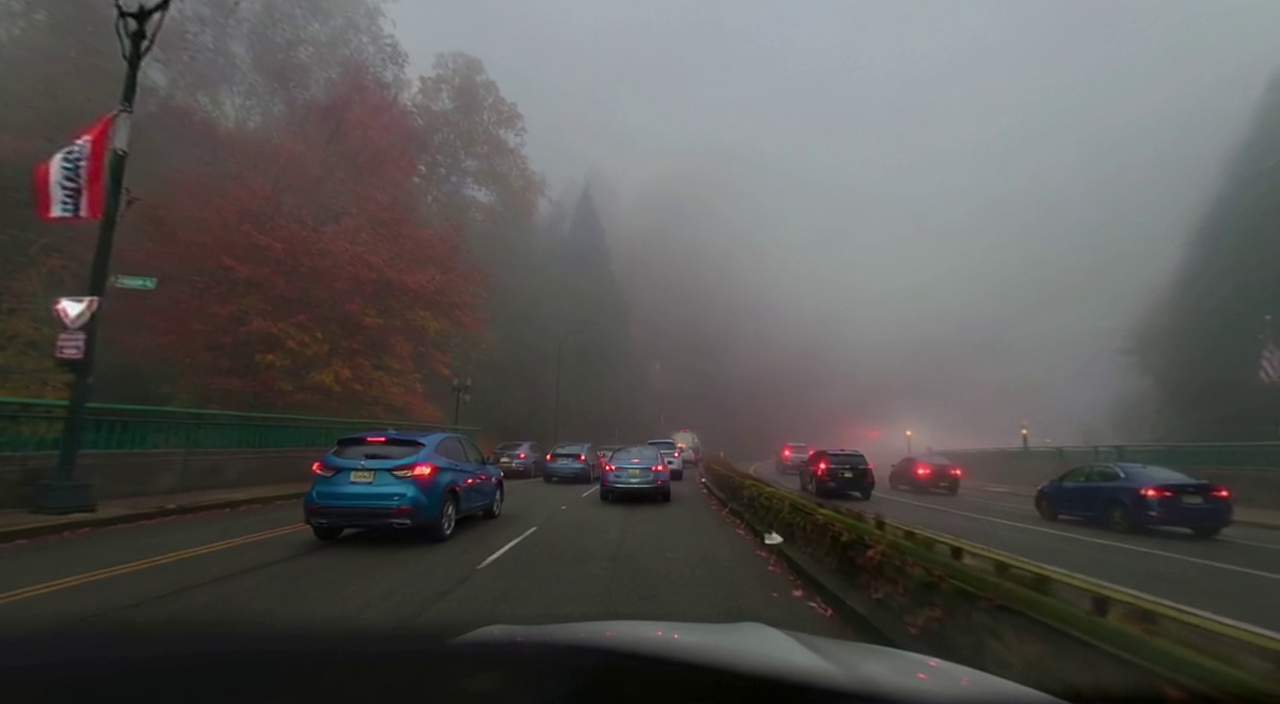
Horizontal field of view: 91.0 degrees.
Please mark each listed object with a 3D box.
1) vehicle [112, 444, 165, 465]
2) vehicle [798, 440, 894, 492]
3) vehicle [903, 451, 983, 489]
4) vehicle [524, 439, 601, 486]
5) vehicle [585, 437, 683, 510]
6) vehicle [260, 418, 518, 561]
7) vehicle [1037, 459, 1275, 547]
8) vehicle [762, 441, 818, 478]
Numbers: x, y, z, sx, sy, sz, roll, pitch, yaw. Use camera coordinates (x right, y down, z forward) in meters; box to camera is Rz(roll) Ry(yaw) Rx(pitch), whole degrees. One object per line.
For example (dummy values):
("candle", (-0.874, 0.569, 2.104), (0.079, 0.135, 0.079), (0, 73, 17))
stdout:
("vehicle", (-39.690, 8.089, 49.811), (3.667, 1.465, 1.735), (-4, -5, 25))
("vehicle", (6.807, 3.803, 21.327), (1.944, 1.544, 4.301), (0, -9, 2))
("vehicle", (15.292, 5.927, 32.121), (2.087, 1.745, 4.673), (0, -9, 5))
("vehicle", (-2.781, 4.138, 23.867), (1.974, 1.549, 4.603), (0, -9, 5))
("vehicle", (-0.032, 2.919, 15.591), (2.090, 1.506, 4.276), (0, -9, 3))
("vehicle", (-3.345, 1.925, 9.521), (1.988, 1.635, 4.260), (0, -9, 2))
("vehicle", (10.464, 3.028, 13.227), (1.749, 1.481, 3.808), (1, -9, 1))
("vehicle", (7.742, 5.564, 32.928), (2.017, 1.746, 4.727), (0, -9, 3))
